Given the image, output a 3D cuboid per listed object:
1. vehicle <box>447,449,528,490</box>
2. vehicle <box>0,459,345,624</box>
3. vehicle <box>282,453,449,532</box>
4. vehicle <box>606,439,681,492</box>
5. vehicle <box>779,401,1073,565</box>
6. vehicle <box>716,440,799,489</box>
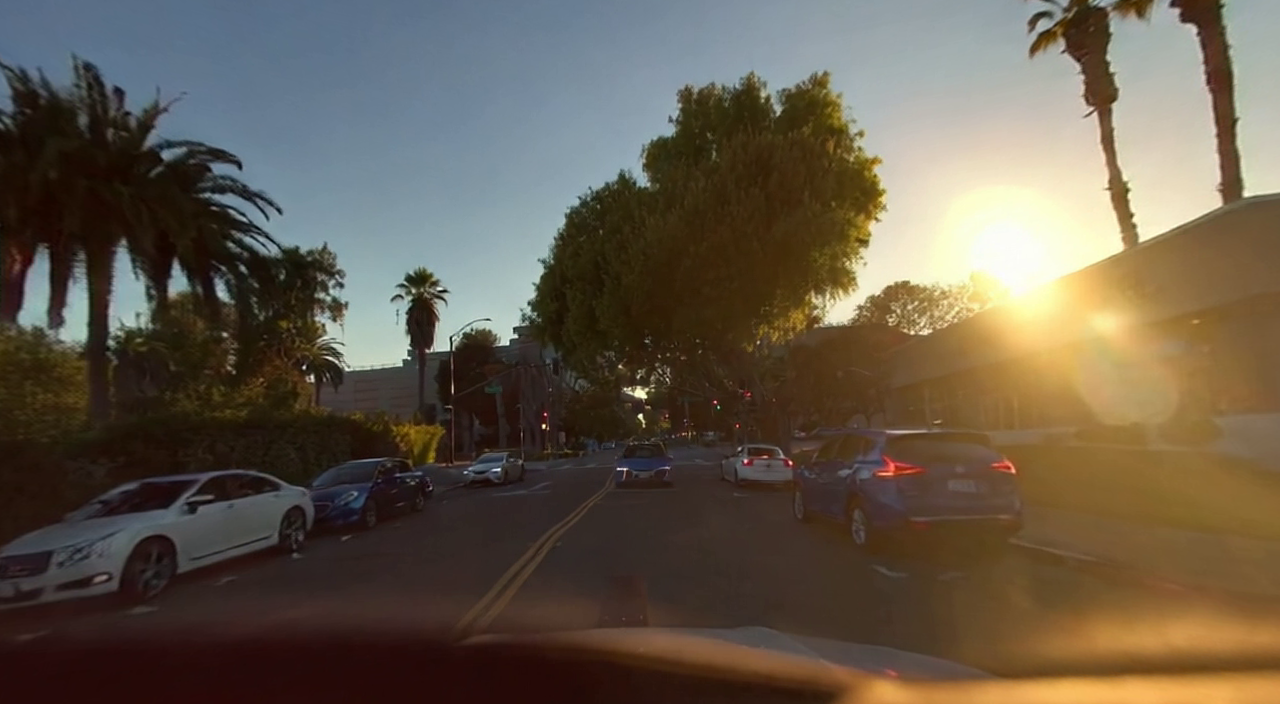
[{"bbox_3d":[-6.184,4.791,26.171,2.105,1.469,4.693,0,-8,1],"label":"vehicle"},{"bbox_3d":[-6.118,2.250,8.539,1.874,1.472,4.668,0,-8,2],"label":"vehicle"},{"bbox_3d":[-6.118,3.139,14.737,1.850,1.482,4.454,0,-8,1],"label":"vehicle"},{"bbox_3d":[0.081,3.436,19.483,2.060,1.452,4.078,0,-8,0],"label":"vehicle"},{"bbox_3d":[3.717,1.825,9.591,2.099,1.786,5.198,0,-8,1],"label":"vehicle"},{"bbox_3d":[3.701,3.607,20.608,1.821,1.417,4.454,0,-8,0],"label":"vehicle"}]
